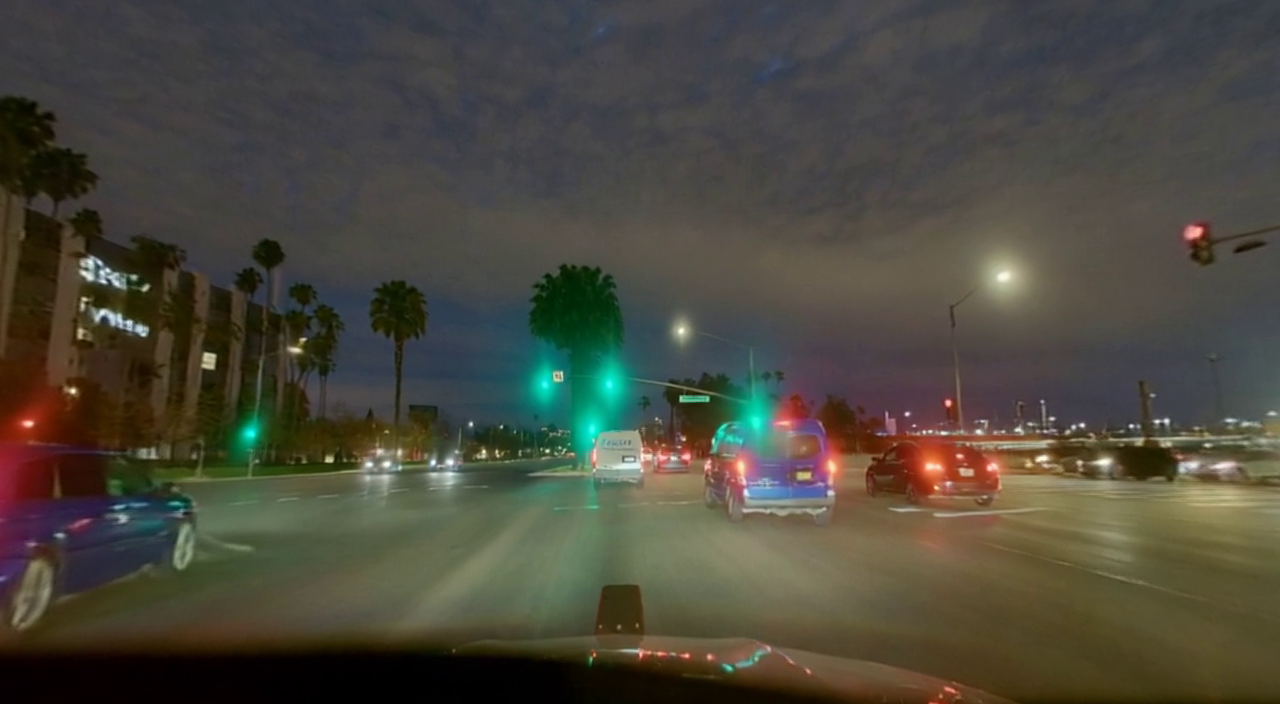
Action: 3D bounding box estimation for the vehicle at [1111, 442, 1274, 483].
[{"bbox_3d":[20.752,4.167,23.844,4.412,1.441,2.181,2,-10,-8],"label":"vehicle"}]

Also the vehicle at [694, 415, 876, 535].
[{"bbox_3d":[2.461,2.255,12.212,2.200,1.847,4.618,0,-9,-3],"label":"vehicle"}]

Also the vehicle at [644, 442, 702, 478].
[{"bbox_3d":[1.638,5.671,33.489,2.462,1.736,4.899,0,-9,-4],"label":"vehicle"}]

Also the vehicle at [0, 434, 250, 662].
[{"bbox_3d":[-5.515,1.506,5.720,1.997,1.430,4.655,2,-9,-14],"label":"vehicle"}]

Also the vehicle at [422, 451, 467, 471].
[{"bbox_3d":[-15.107,8.417,49.038,2.067,1.435,4.558,0,-8,-1],"label":"vehicle"}]

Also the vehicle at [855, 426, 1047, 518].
[{"bbox_3d":[6.898,2.701,14.727,2.023,1.771,4.488,0,-9,-2],"label":"vehicle"}]

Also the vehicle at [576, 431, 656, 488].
[{"bbox_3d":[-0.964,4.274,25.454,2.848,1.991,5.706,0,-9,-2],"label":"vehicle"}]
